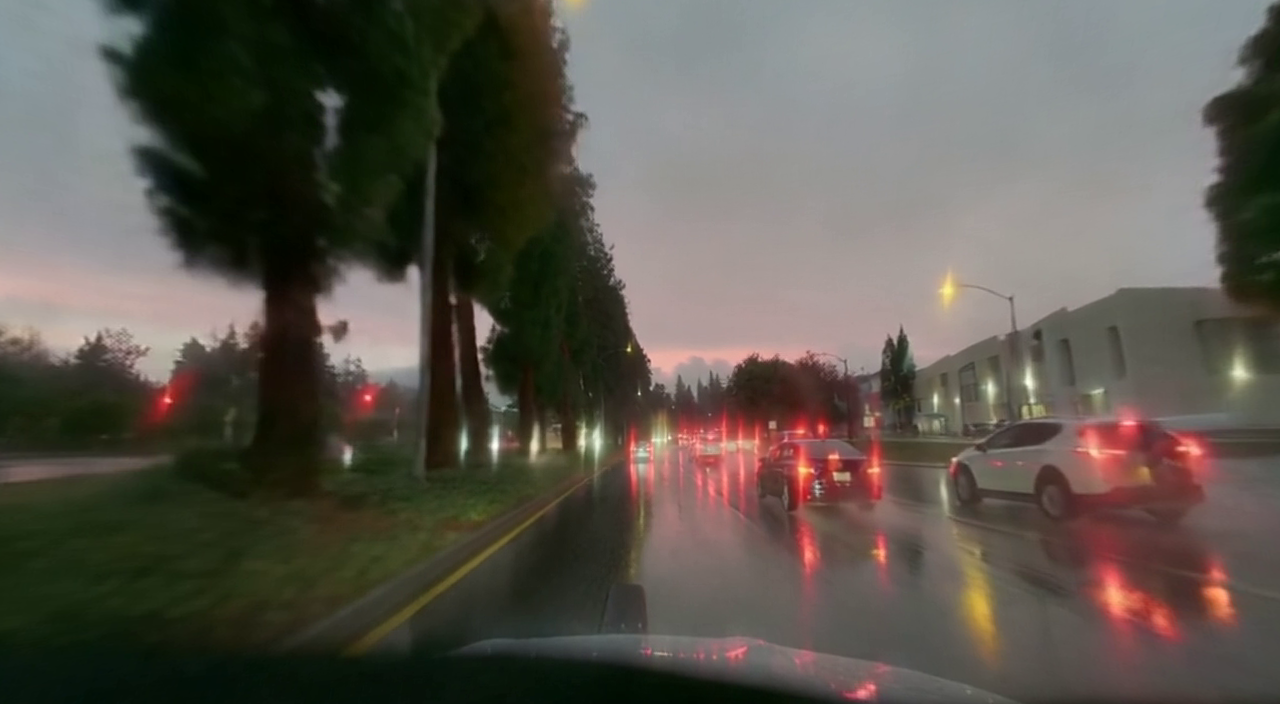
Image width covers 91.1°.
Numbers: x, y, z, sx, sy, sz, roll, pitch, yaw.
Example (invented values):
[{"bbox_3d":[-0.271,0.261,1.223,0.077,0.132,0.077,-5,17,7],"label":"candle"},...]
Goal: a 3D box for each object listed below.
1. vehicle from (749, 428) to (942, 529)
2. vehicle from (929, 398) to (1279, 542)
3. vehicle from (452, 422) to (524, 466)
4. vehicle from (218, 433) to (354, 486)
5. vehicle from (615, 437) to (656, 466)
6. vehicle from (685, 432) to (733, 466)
[{"bbox_3d":[3.474,2.239,11.726,2.010,1.490,4.639,0,-9,0],"label":"vehicle"},{"bbox_3d":[7.222,1.892,10.639,2.188,1.840,5.050,0,-9,0],"label":"vehicle"},{"bbox_3d":[-8.102,5.016,34.163,2.396,2.216,5.698,0,-9,1],"label":"vehicle"},{"bbox_3d":[-11.604,3.546,20.986,1.952,1.576,4.409,0,-9,0],"label":"vehicle"},{"bbox_3d":[-0.234,5.453,34.480,2.111,1.506,4.018,0,-9,0],"label":"vehicle"},{"bbox_3d":[3.767,5.397,34.950,2.130,1.718,4.310,0,-9,-1],"label":"vehicle"}]
